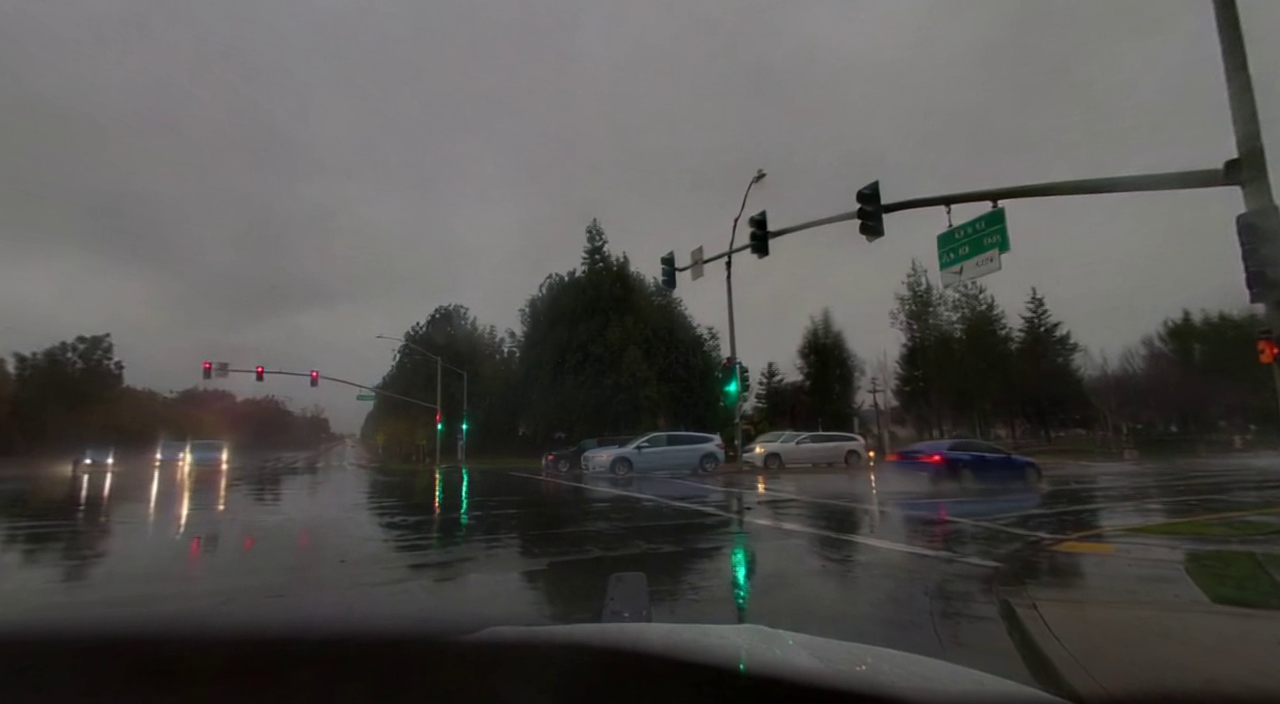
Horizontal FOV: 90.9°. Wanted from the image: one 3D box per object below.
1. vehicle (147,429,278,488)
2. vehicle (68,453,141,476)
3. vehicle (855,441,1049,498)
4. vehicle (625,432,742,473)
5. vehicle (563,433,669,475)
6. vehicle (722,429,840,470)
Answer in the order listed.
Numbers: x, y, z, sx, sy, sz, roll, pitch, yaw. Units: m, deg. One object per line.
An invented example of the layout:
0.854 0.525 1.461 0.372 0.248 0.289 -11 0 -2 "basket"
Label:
-15.206 3.710 22.313 5.332 1.807 2.450 -8 -11 41 "vehicle"
-37.307 7.814 43.894 4.589 1.462 1.953 -4 -9 23 "vehicle"
8.787 3.263 17.861 4.686 1.425 2.018 2 -9 -16 "vehicle"
1.808 4.141 26.149 4.483 1.589 1.852 4 -9 -25 "vehicle"
-1.065 4.563 28.503 4.360 1.749 1.895 4 -10 -28 "vehicle"
7.301 5.052 32.531 5.791 1.964 2.199 5 -10 -26 "vehicle"
